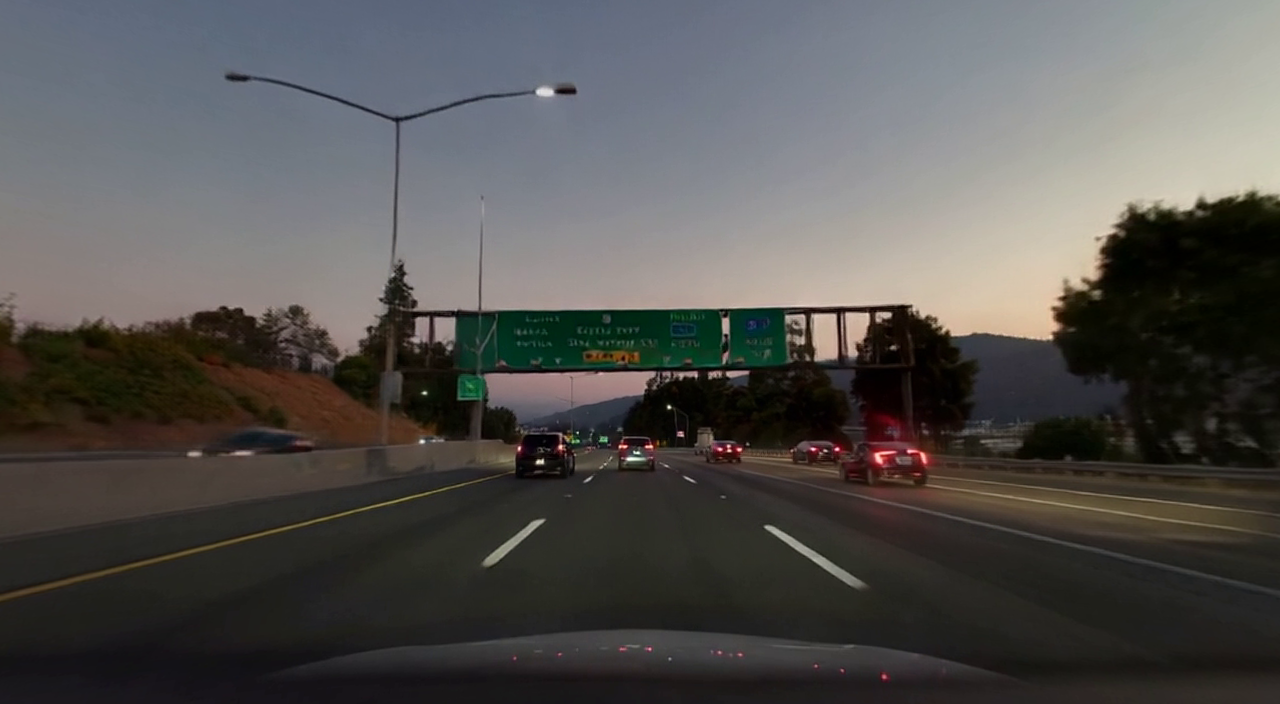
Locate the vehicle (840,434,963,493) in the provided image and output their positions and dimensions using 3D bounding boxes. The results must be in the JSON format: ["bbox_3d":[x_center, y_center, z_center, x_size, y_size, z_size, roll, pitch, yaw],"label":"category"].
[{"bbox_3d":[7.744,3.339,19.132,1.989,1.569,3.964,0,-9,0],"label":"vehicle"}]

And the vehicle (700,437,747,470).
[{"bbox_3d":[4.614,5.682,35.367,2.022,1.682,4.226,0,-8,0],"label":"vehicle"}]

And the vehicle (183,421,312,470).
[{"bbox_3d":[-14.188,3.432,23.115,1.885,1.593,4.292,0,-8,1],"label":"vehicle"}]

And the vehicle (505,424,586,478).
[{"bbox_3d":[-3.328,3.640,23.301,2.199,1.777,4.790,0,-8,1],"label":"vehicle"}]

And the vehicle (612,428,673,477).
[{"bbox_3d":[0.093,3.893,24.487,2.181,1.728,3.970,0,-8,0],"label":"vehicle"}]

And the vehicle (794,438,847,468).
[{"bbox_3d":[11.298,6.360,39.811,2.010,1.765,4.375,1,-9,-1],"label":"vehicle"}]
